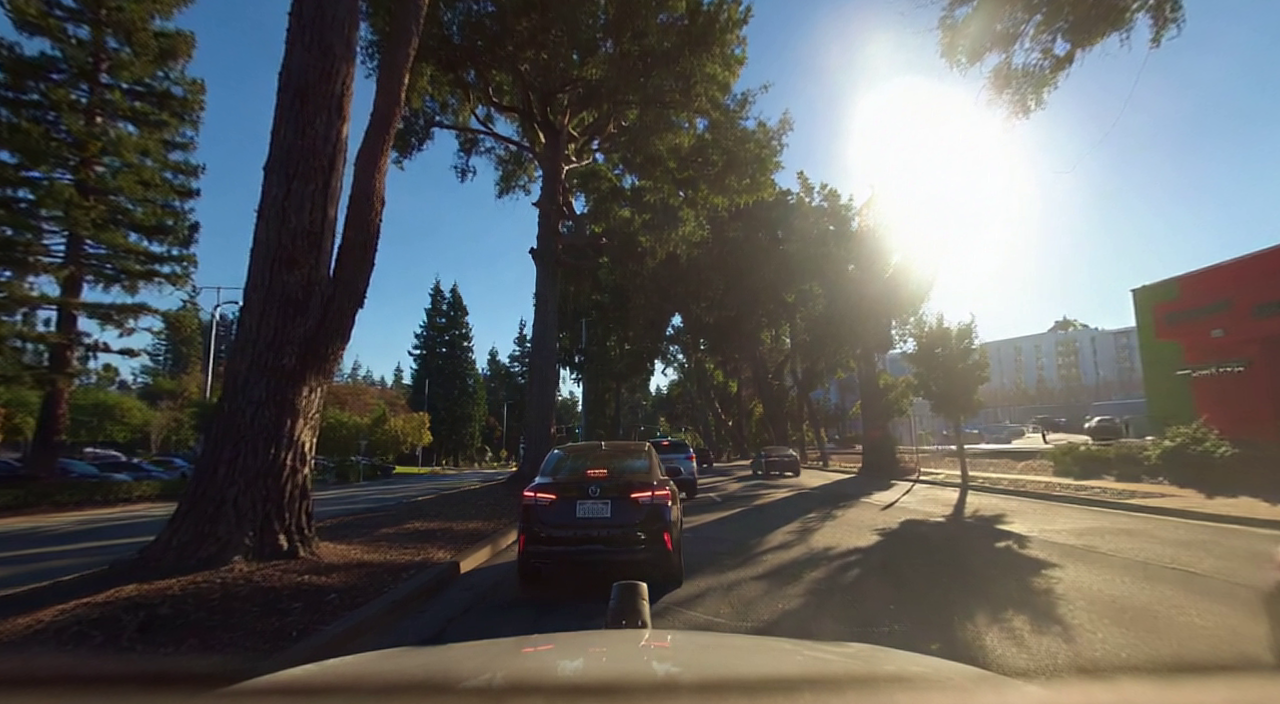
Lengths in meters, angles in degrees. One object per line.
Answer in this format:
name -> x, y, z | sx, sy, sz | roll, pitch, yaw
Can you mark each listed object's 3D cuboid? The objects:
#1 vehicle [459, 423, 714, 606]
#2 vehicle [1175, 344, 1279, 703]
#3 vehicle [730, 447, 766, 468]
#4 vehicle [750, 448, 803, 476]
vehicle -> -0.460, 1.651, 7.296 | 2.111, 1.506, 4.018 | 0, -8, 0
vehicle -> 3.414, 0.542, 0.686 | 1.946, 1.648, 4.230 | 0, -8, 1
vehicle -> 8.088, 7.926, 47.449 | 1.887, 1.516, 4.419 | 0, -9, 0
vehicle -> 7.165, 5.791, 33.280 | 1.909, 1.380, 3.905 | 0, -8, 0
